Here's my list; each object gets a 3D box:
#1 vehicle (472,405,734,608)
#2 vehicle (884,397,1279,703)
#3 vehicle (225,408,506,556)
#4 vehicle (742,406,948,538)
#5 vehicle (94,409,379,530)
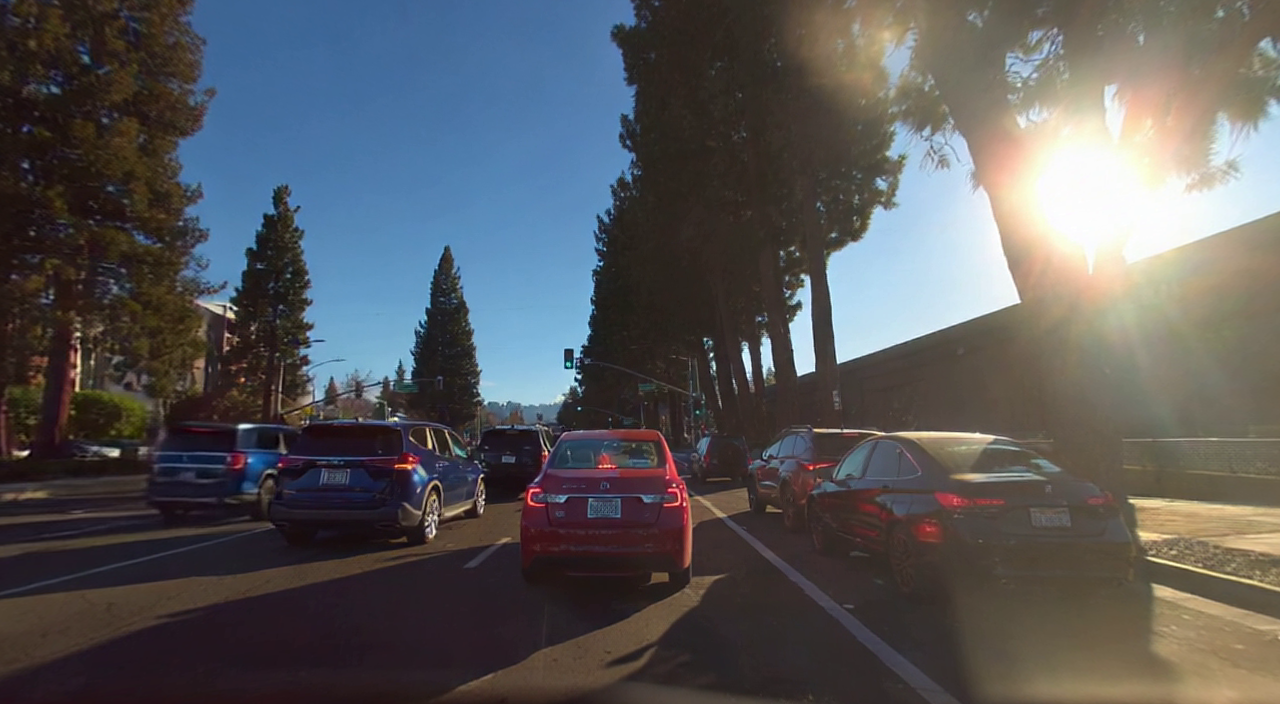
[{"bbox_3d":[-0.348,1.586,7.416,2.114,1.631,4.459,0,-8,-1],"label":"vehicle"},{"bbox_3d":[3.243,1.069,3.367,2.045,1.459,4.462,0,-8,-1],"label":"vehicle"},{"bbox_3d":[-3.757,1.887,9.883,2.141,1.718,4.809,0,-8,1],"label":"vehicle"},{"bbox_3d":[3.344,2.083,11.526,2.117,1.879,4.715,0,-8,-1],"label":"vehicle"},{"bbox_3d":[-7.137,2.146,12.082,2.066,1.814,5.097,0,-8,0],"label":"vehicle"}]
